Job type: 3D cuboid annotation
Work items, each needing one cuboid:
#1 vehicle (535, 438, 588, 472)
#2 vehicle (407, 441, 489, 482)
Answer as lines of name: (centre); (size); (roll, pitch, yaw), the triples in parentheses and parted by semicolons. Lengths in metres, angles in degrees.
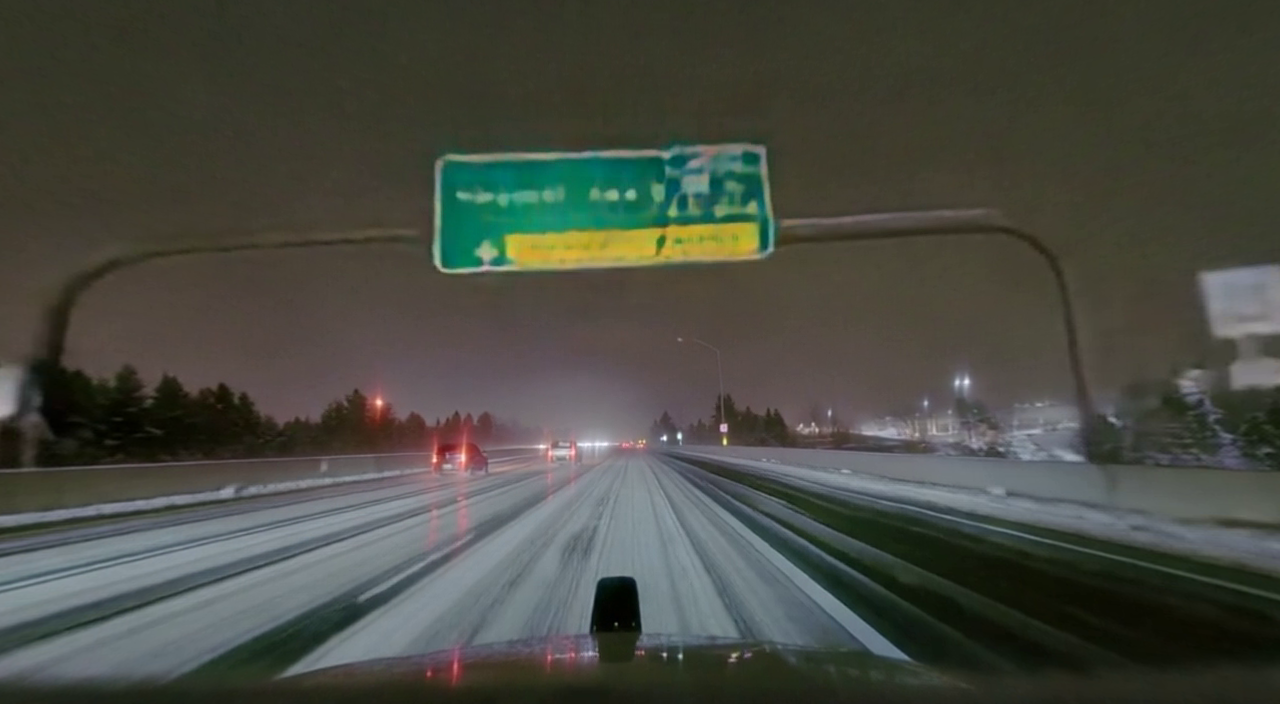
vehicle: (-4.122, 5.454, 33.791); (2.200, 1.662, 5.091); (0, -8, 0)
vehicle: (-7.900, 4.514, 26.383); (1.924, 1.519, 4.791); (0, -8, 0)
